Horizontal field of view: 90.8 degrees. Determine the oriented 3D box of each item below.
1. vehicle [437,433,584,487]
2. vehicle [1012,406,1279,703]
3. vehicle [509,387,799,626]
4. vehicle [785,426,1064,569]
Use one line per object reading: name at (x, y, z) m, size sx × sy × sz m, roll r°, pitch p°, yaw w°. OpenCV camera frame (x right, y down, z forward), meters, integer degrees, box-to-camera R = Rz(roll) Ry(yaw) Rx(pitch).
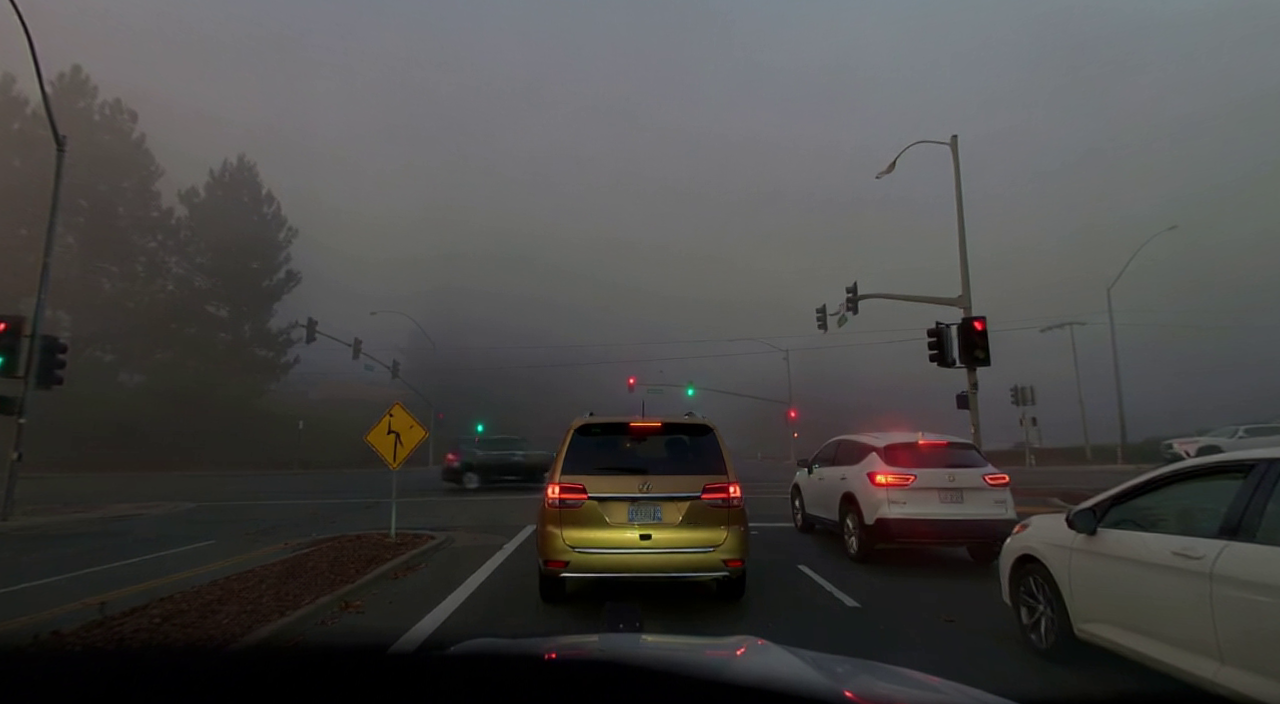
vehicle at (-4.388, 3.750, 22.071) m, size 4.687 × 1.791 × 2.044 m, roll 0°, pitch -8°, yaw 0°
vehicle at (3.150, 0.816, 1.437) m, size 1.924 × 1.466 × 4.461 m, roll 0°, pitch -8°, yaw 1°
vehicle at (0.100, 1.494, 7.072) m, size 2.170 × 1.793 × 4.468 m, roll 0°, pitch -8°, yaw 0°
vehicle at (3.522, 1.860, 8.879) m, size 1.861 × 1.495 × 4.215 m, roll 0°, pitch -8°, yaw -1°
